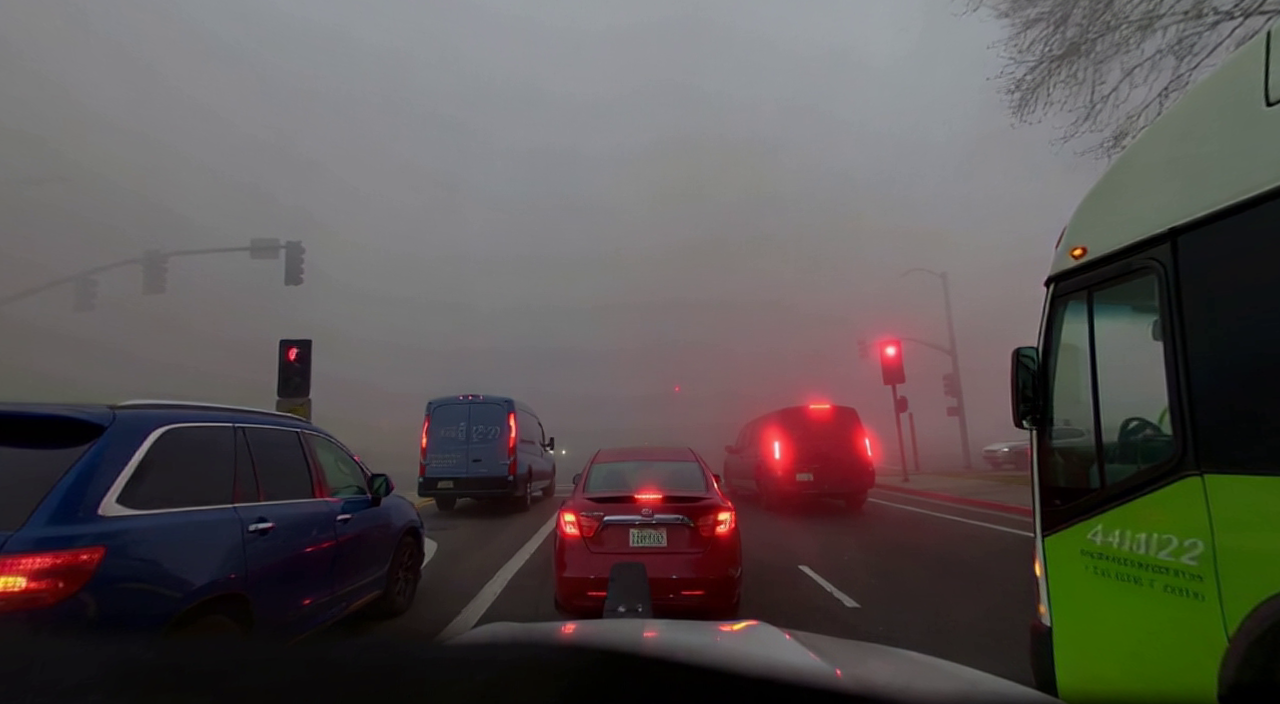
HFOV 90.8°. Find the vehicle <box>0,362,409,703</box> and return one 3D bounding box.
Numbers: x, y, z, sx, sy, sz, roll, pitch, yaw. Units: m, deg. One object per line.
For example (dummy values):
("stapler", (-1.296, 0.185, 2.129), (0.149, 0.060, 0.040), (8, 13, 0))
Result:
("vehicle", (-3.411, 1.181, 4.627), (1.921, 1.701, 3.989), (0, -8, 0))

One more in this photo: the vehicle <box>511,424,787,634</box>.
("vehicle", (0.061, 1.548, 6.427), (1.976, 1.485, 3.624), (0, -8, 0))

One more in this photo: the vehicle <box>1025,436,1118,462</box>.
("vehicle", (25.878, 5.819, 37.988), (4.229, 1.489, 1.794), (0, -9, -1))

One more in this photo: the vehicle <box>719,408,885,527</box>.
("vehicle", (3.142, 2.398, 13.666), (2.143, 2.036, 5.367), (0, -8, 0))

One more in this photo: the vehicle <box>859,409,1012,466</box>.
("vehicle", (17.584, 5.138, 37.926), (7.839, 3.213, 2.628), (0, -8, -3))

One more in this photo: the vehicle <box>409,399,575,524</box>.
("vehicle", (-2.929, 2.354, 13.987), (2.335, 2.221, 5.165), (0, -8, 1))
